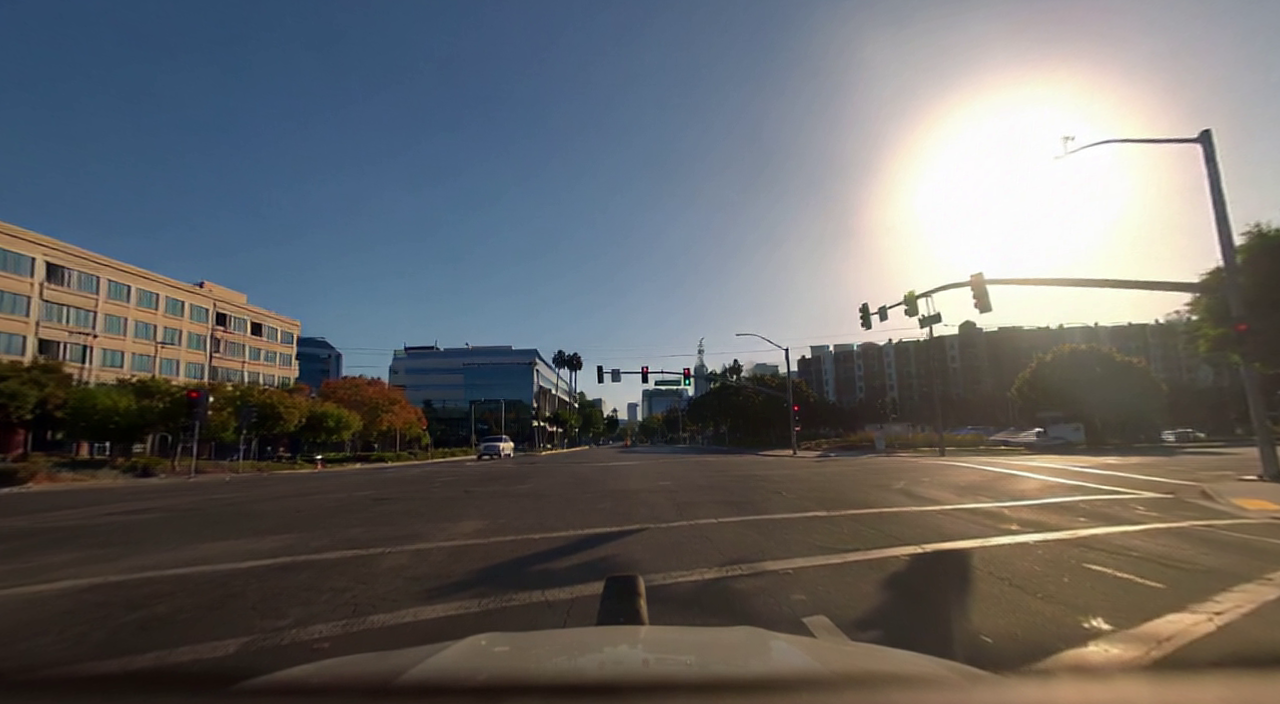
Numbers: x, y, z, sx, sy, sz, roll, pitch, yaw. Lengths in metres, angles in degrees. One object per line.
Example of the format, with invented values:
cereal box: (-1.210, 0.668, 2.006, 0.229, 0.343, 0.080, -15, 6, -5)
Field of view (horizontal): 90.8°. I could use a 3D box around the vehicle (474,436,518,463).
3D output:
vehicle: (-9.737, 6.624, 43.019, 1.988, 1.692, 4.412, 0, -8, 0)
